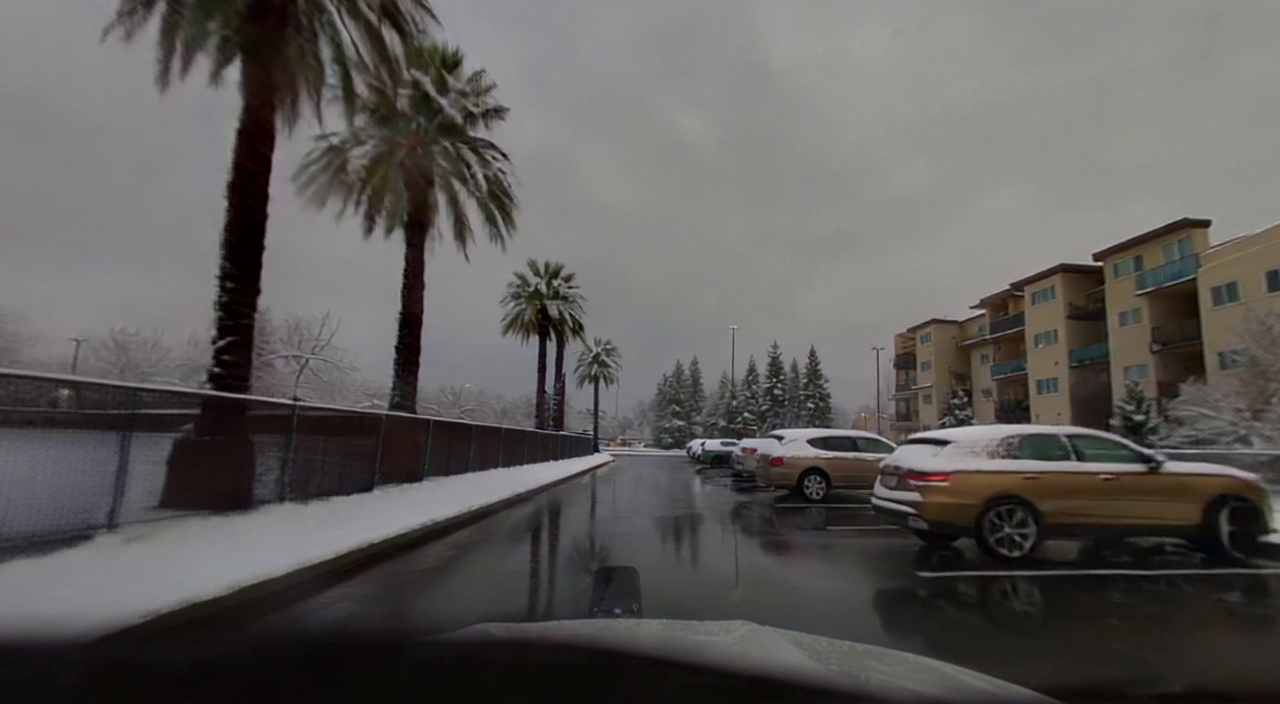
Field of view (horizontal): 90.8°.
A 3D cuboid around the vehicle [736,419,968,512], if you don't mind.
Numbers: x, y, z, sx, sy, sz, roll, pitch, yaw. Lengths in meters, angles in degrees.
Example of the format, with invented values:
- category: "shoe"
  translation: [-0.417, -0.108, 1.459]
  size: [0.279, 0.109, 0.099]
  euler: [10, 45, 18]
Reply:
- category: "vehicle"
  translation: [5.580, 3.031, 17.306]
  size: [5.639, 2.033, 2.172]
  euler: [2, -7, 5]

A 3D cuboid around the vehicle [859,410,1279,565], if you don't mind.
- category: "vehicle"
  translation: [6.115, 1.781, 8.724]
  size: [5.381, 1.826, 2.047]
  euler: [0, -9, -2]
